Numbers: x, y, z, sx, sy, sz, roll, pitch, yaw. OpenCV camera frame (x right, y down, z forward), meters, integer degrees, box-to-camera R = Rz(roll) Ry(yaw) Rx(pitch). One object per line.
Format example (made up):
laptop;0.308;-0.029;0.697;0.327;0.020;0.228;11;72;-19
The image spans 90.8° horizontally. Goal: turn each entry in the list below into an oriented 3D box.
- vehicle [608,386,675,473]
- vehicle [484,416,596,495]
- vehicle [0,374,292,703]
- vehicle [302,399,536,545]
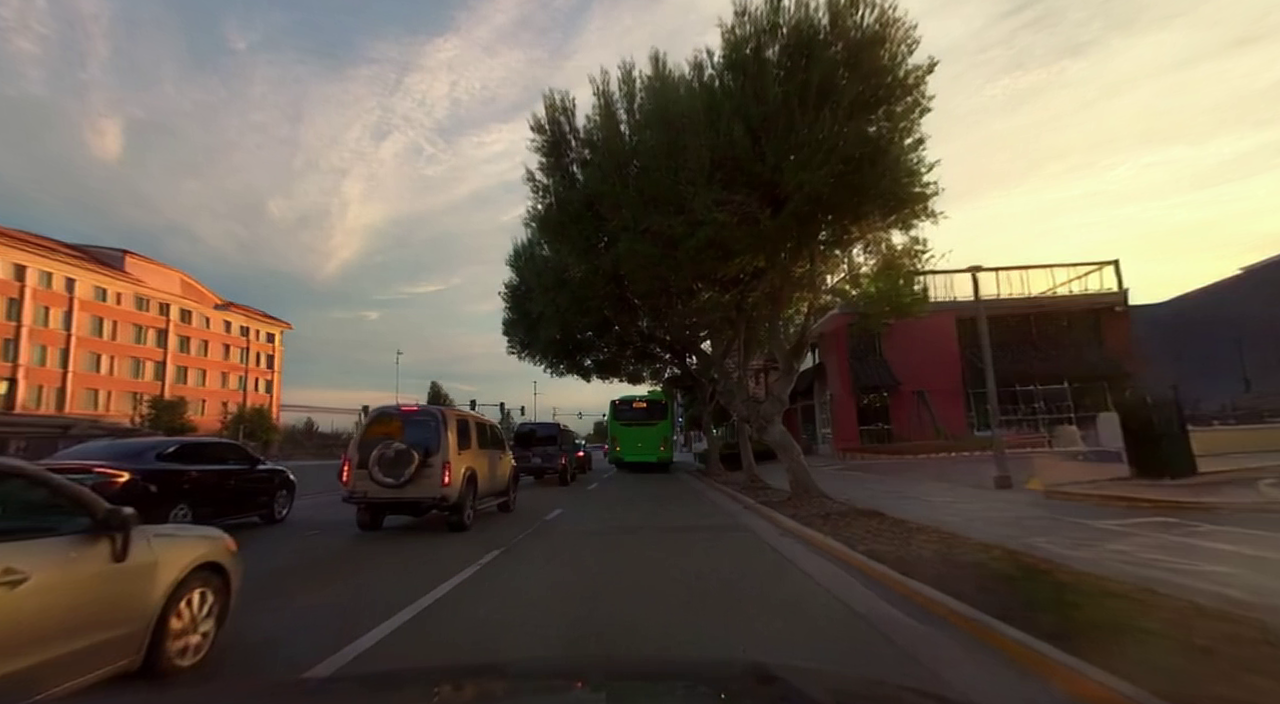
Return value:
vehicle;0.083;4.339;34.235;2.970;3.857;12.200;0;-9;0
vehicle;-2.940;3.279;20.243;2.546;2.125;5.869;0;-9;1
vehicle;-3.303;0.805;1.789;2.042;1.571;4.475;0;-9;1
vehicle;-3.298;1.954;10.819;2.095;1.892;5.043;0;-9;1
